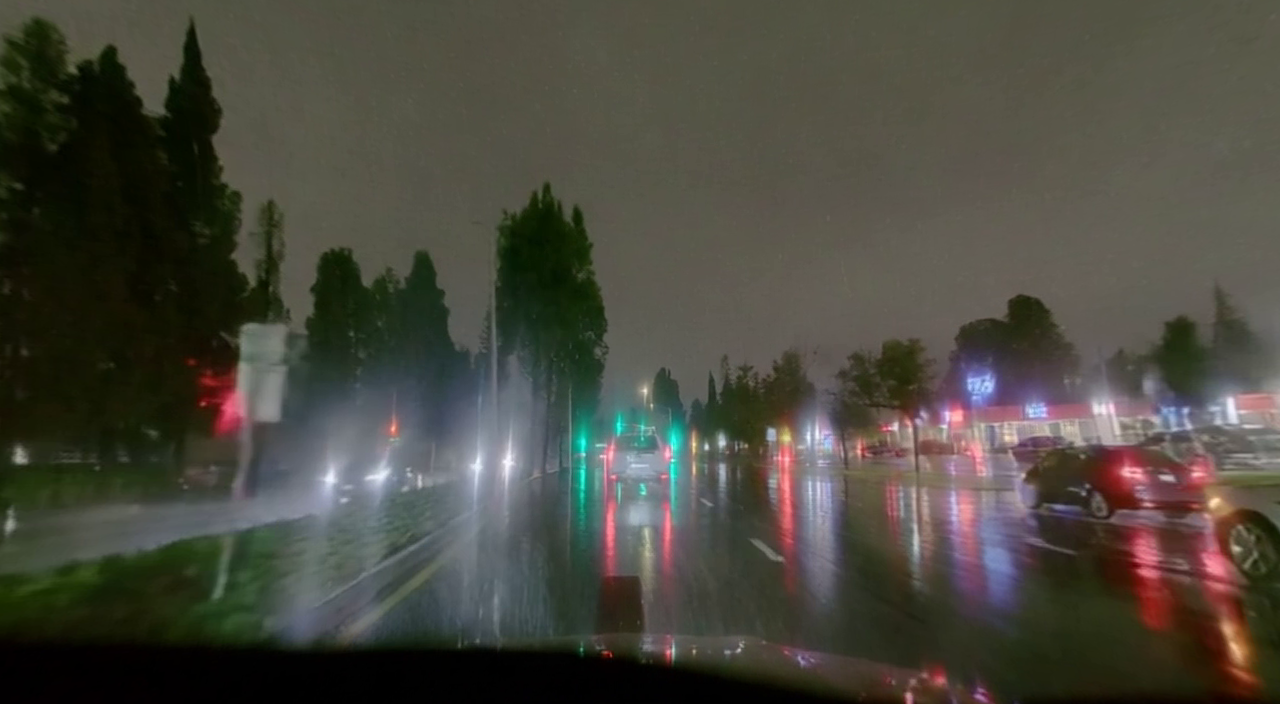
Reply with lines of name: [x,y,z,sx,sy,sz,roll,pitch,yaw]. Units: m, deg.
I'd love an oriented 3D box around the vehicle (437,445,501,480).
vehicle: [-8.778,5.680,32.803,2.120,1.628,4.331,0,-8,0]

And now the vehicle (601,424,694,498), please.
vehicle: [0.043,3.172,18.733,2.300,1.870,4.936,0,-8,-4]

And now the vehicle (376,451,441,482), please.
vehicle: [-12.525,6.194,34.469,1.866,1.491,4.495,0,-8,0]

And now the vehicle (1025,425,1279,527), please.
vehicle: [9.457,2.194,11.774,1.894,1.517,4.419,-1,-8,2]

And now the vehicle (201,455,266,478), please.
vehicle: [-29.589,8.331,46.068,3.520,1.405,1.750,-3,-10,-1]

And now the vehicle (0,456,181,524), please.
vehicle: [-16.000,3.828,18.149,1.952,1.569,4.886,0,-8,-1]
